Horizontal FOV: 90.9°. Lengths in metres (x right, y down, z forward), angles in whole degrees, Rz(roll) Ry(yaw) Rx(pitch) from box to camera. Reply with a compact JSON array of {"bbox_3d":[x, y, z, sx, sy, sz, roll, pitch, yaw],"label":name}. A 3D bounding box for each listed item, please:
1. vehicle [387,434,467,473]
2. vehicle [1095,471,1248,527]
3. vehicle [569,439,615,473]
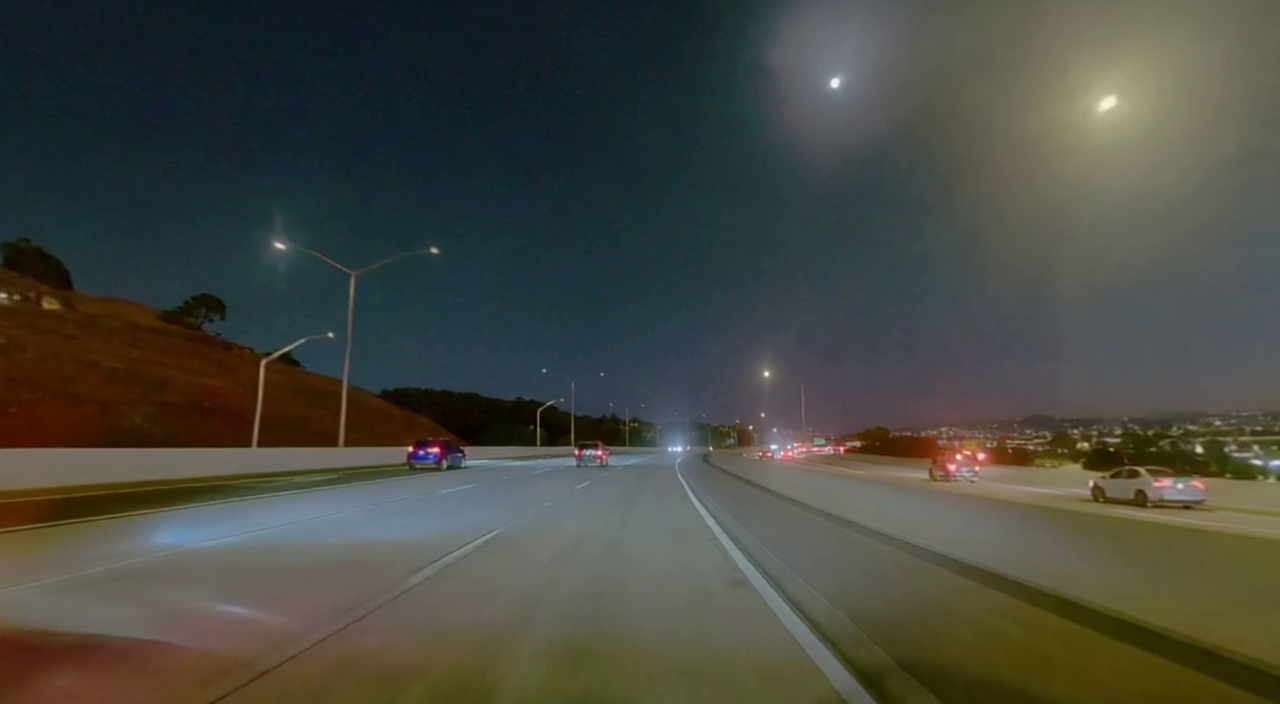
[{"bbox_3d":[-10.212,4.920,30.675,2.039,1.746,4.528,-1,-8,4],"label":"vehicle"},{"bbox_3d":[18.604,5.121,22.408,1.786,1.559,4.496,-1,-8,5],"label":"vehicle"},{"bbox_3d":[-2.629,5.846,35.724,2.028,1.782,4.150,-1,-8,3],"label":"vehicle"}]
